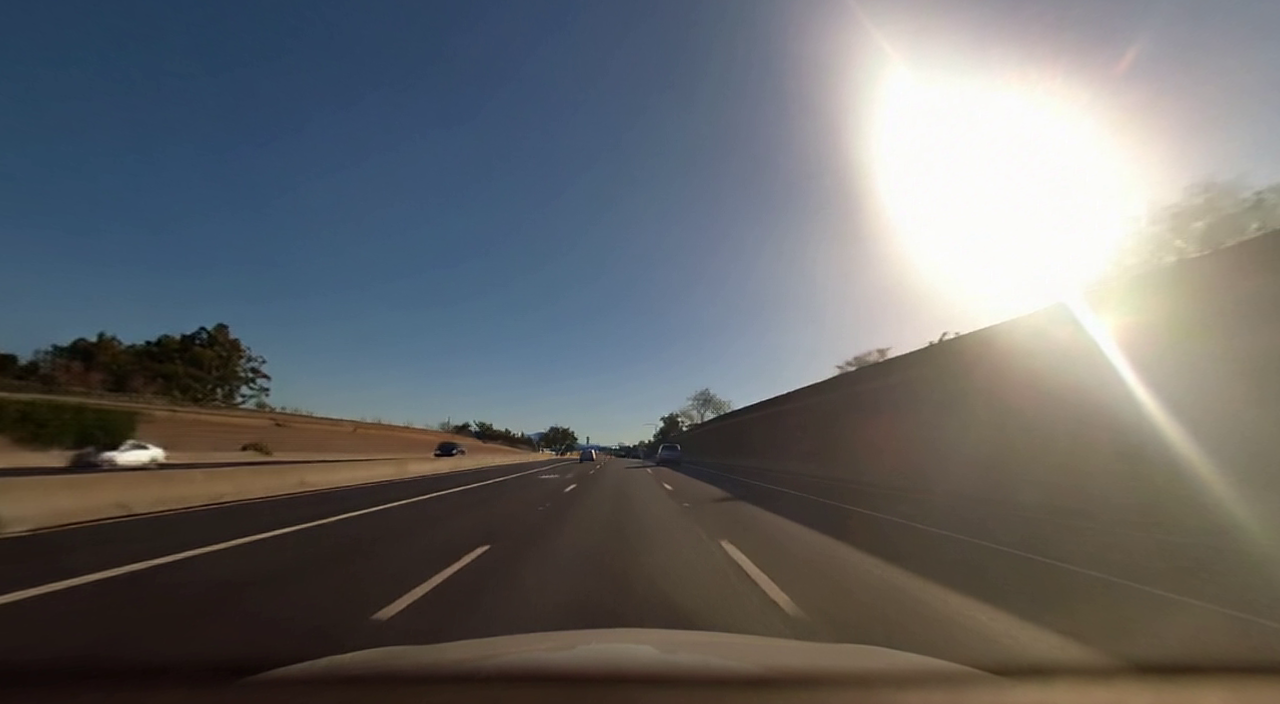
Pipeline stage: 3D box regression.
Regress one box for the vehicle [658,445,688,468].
[{"bbox_3d":[2.283,7.422,44.513,1.895,1.555,4.030,0,-9,0],"label":"vehicle"}]
